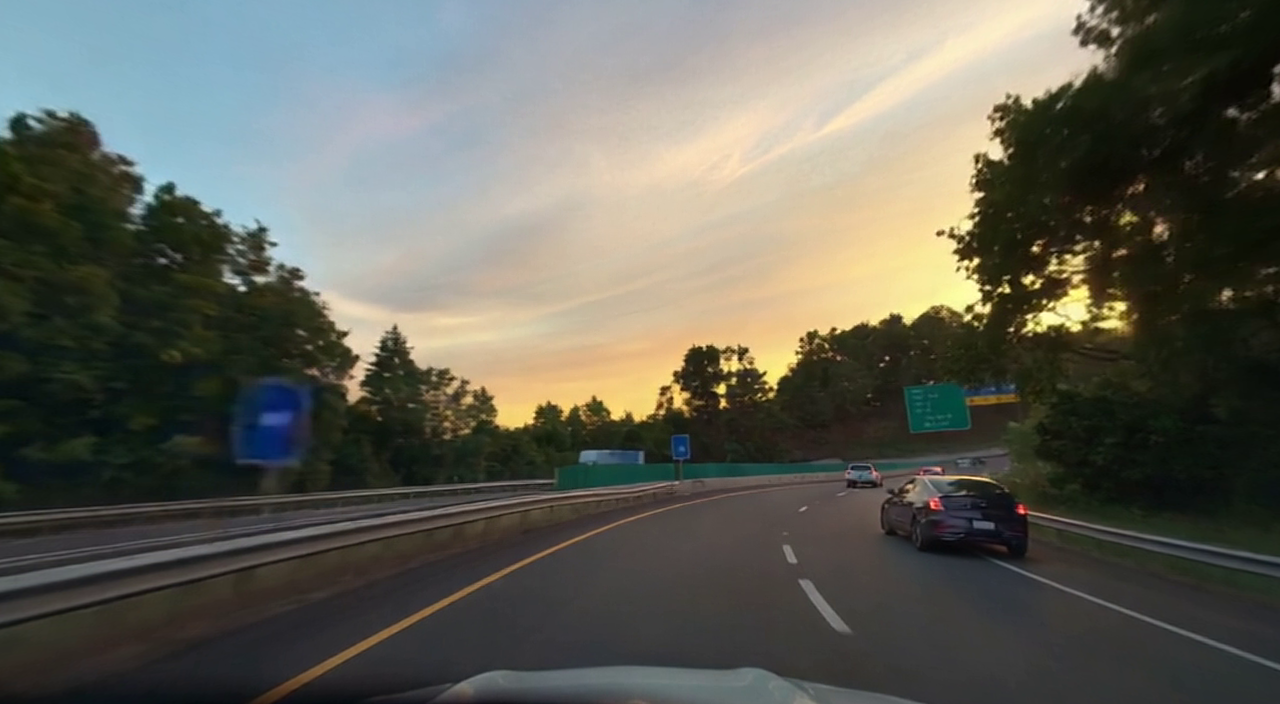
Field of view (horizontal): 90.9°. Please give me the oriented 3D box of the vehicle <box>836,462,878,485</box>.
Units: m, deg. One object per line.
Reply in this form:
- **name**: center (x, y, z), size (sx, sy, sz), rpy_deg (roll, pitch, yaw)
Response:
- **vehicle**: center (15.426, 8.645, 44.734), size (1.992, 1.503, 3.793), rpy_deg (-6, -12, 31)

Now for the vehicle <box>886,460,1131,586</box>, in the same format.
- **vehicle**: center (5.707, 2.653, 10.511), size (2.023, 1.593, 4.105), rpy_deg (-1, -11, 8)

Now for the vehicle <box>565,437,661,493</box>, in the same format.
- **vehicle**: center (-1.855, 8.826, 49.233), size (2.909, 3.910, 9.340), rpy_deg (-5, -12, 29)
